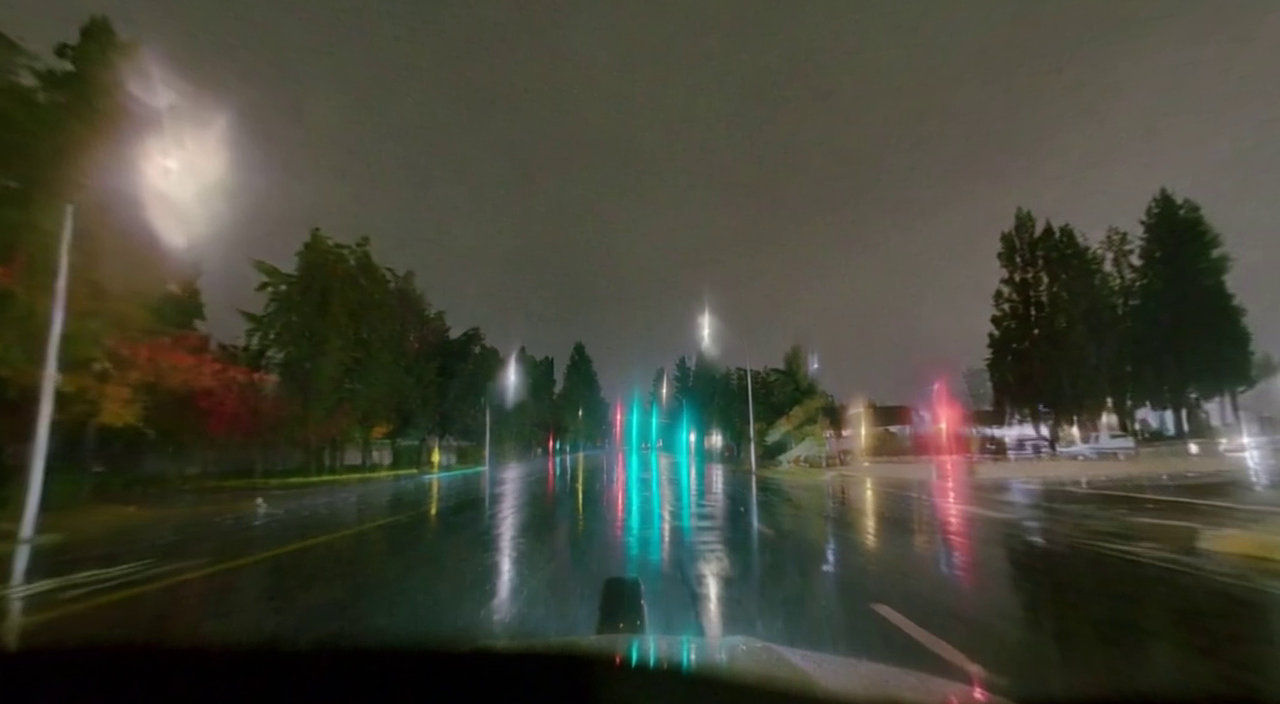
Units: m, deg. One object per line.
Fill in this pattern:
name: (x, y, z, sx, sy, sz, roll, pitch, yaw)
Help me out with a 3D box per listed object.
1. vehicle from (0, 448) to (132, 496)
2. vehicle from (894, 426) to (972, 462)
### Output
vehicle: (-30.654, 6.236, 33.105, 5.937, 2.345, 2.252, 0, -9, -1)
vehicle: (17.344, 5.442, 37.711, 2.314, 1.921, 5.069, -1, -7, 2)
